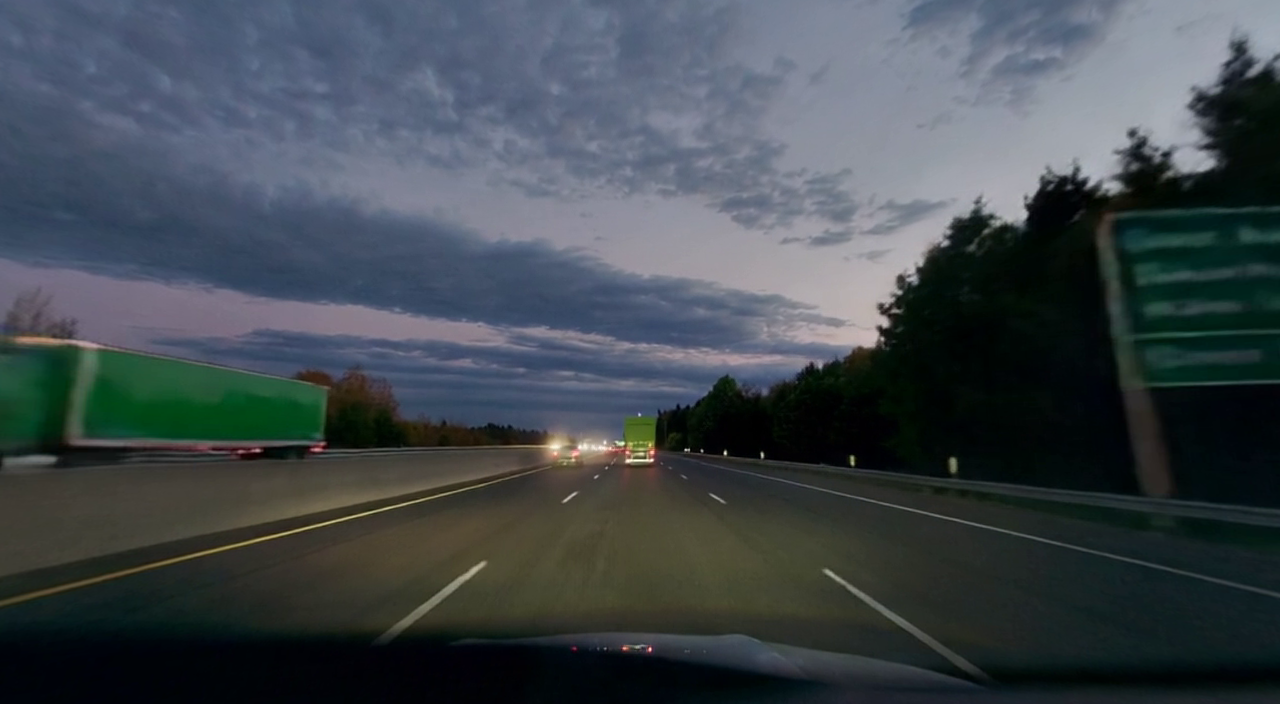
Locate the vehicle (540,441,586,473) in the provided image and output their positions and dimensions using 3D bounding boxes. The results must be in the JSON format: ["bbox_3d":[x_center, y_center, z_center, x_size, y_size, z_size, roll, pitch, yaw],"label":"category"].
[{"bbox_3d":[-4.272,5.906,35.593,2.079,1.656,3.965,0,-9,0],"label":"vehicle"}]

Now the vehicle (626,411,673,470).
[{"bbox_3d":[0.482,6.194,43.674,2.893,3.628,9.081,0,-9,-2],"label":"vehicle"}]

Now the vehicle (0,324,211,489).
[{"bbox_3d":[-17.060,1.675,17.560,2.929,3.987,10.111,0,-9,0],"label":"vehicle"}]

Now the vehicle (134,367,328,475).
[{"bbox_3d":[-17.080,3.146,27.339,2.846,3.973,8.051,0,-9,0],"label":"vehicle"}]
